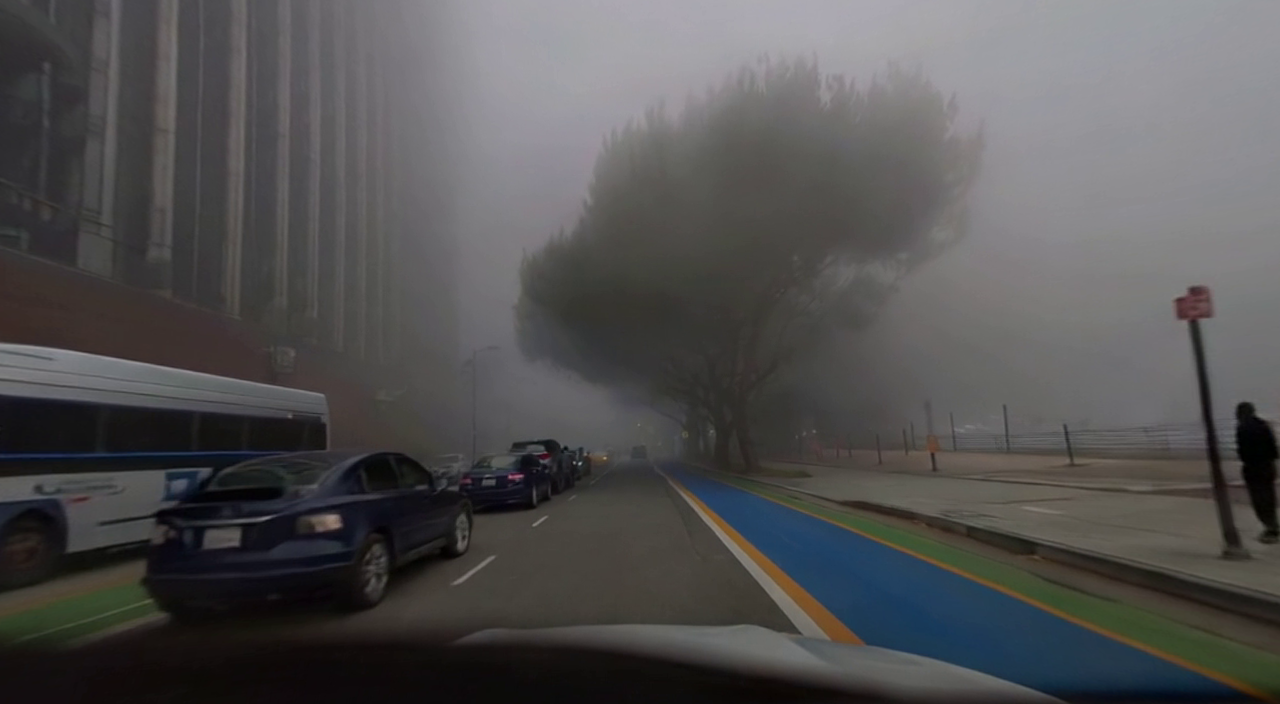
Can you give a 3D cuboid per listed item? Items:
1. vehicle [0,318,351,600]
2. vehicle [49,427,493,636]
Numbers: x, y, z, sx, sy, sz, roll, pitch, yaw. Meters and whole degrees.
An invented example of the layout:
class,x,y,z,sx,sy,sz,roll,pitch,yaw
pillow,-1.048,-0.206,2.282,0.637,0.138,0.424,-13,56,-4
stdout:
class,x,y,z,sx,sy,sz,roll,pitch,yaw
vehicle,-9.372,2.035,11.632,3.233,3.399,10.283,-8,-8,-1
vehicle,-3.499,1.783,7.460,2.266,1.621,4.783,-1,-8,1
